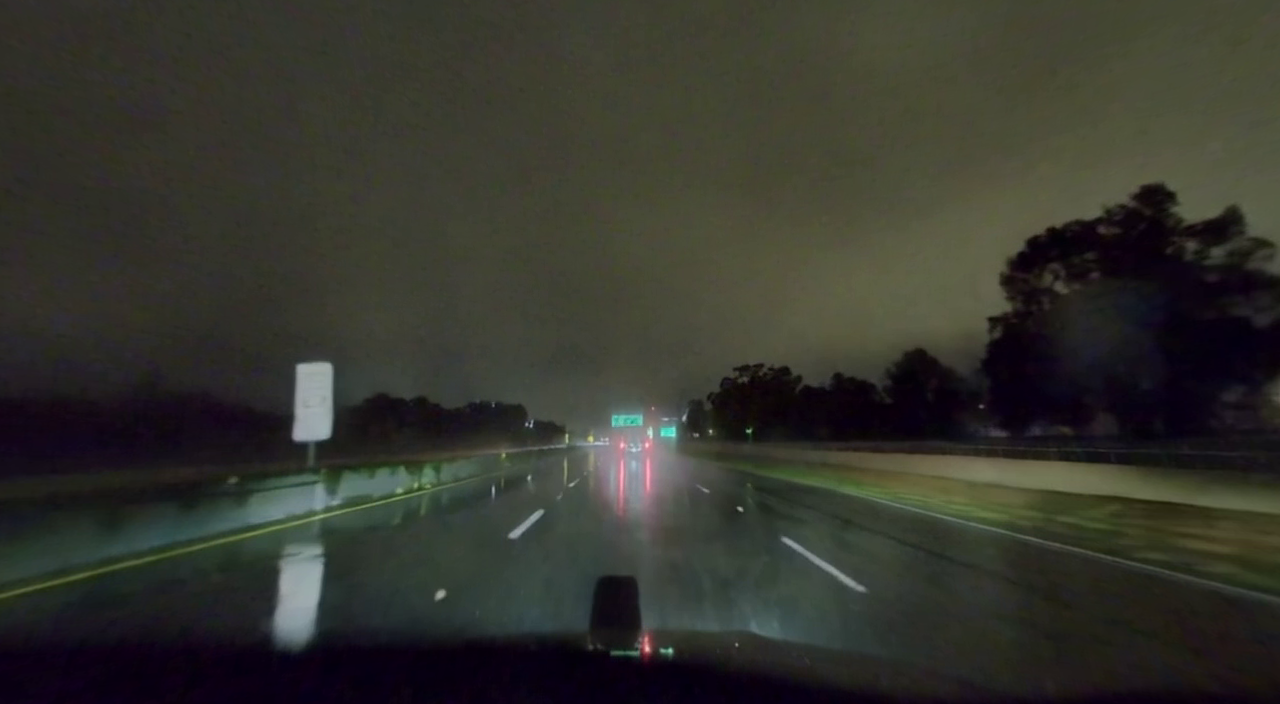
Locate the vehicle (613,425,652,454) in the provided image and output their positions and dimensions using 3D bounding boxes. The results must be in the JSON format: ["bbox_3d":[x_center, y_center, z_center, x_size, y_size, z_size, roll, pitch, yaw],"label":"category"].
[{"bbox_3d":[-0.523,5.357,38.674,2.157,1.647,4.524,0,-8,-4],"label":"vehicle"}]
